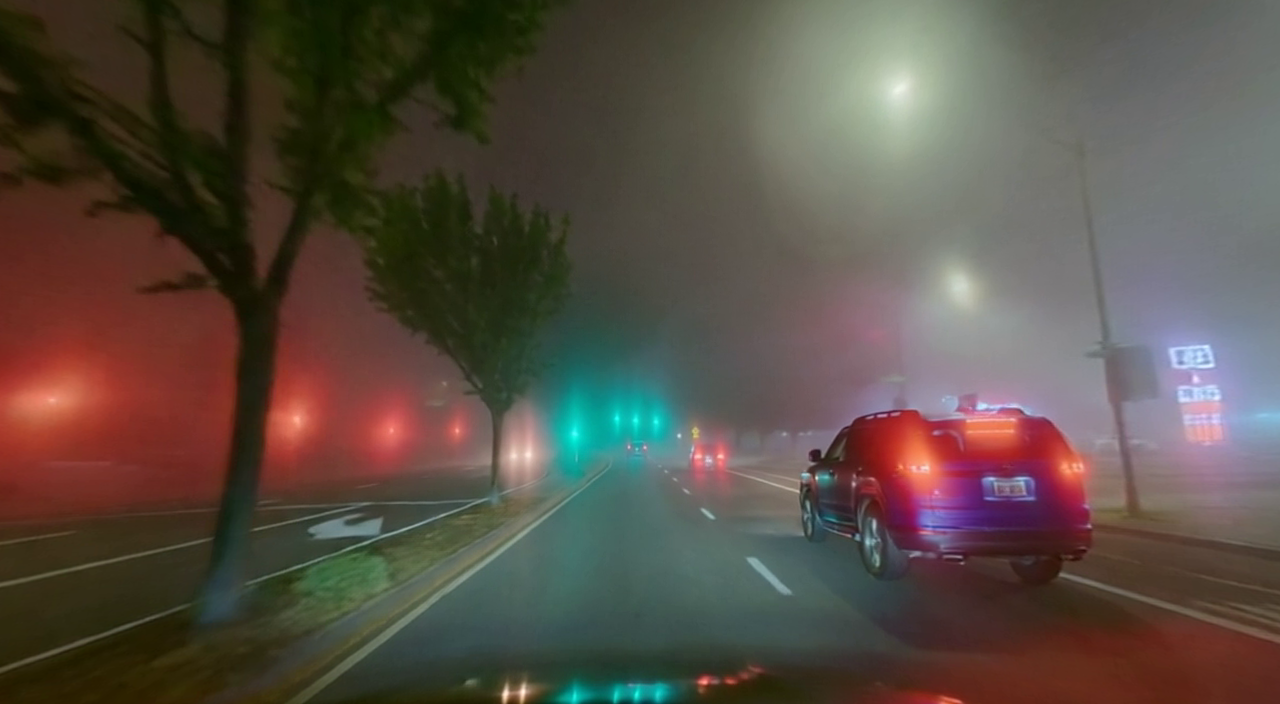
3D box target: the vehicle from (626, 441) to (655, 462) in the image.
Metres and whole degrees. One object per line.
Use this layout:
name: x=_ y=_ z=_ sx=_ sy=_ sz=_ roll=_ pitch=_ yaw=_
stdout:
vehicle: x=0.047 y=7.512 z=47.790 sx=2.131 sy=1.474 sz=4.146 roll=0 pitch=-8 yaw=0

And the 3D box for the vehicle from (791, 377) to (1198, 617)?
vehicle: x=3.288 y=1.439 z=7.146 sx=2.033 sy=1.865 sz=4.360 roll=0 pitch=-8 yaw=0

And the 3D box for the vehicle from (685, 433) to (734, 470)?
vehicle: x=3.661 y=5.355 z=34.079 sx=2.085 sy=1.828 sz=5.383 roll=0 pitch=-8 yaw=1
